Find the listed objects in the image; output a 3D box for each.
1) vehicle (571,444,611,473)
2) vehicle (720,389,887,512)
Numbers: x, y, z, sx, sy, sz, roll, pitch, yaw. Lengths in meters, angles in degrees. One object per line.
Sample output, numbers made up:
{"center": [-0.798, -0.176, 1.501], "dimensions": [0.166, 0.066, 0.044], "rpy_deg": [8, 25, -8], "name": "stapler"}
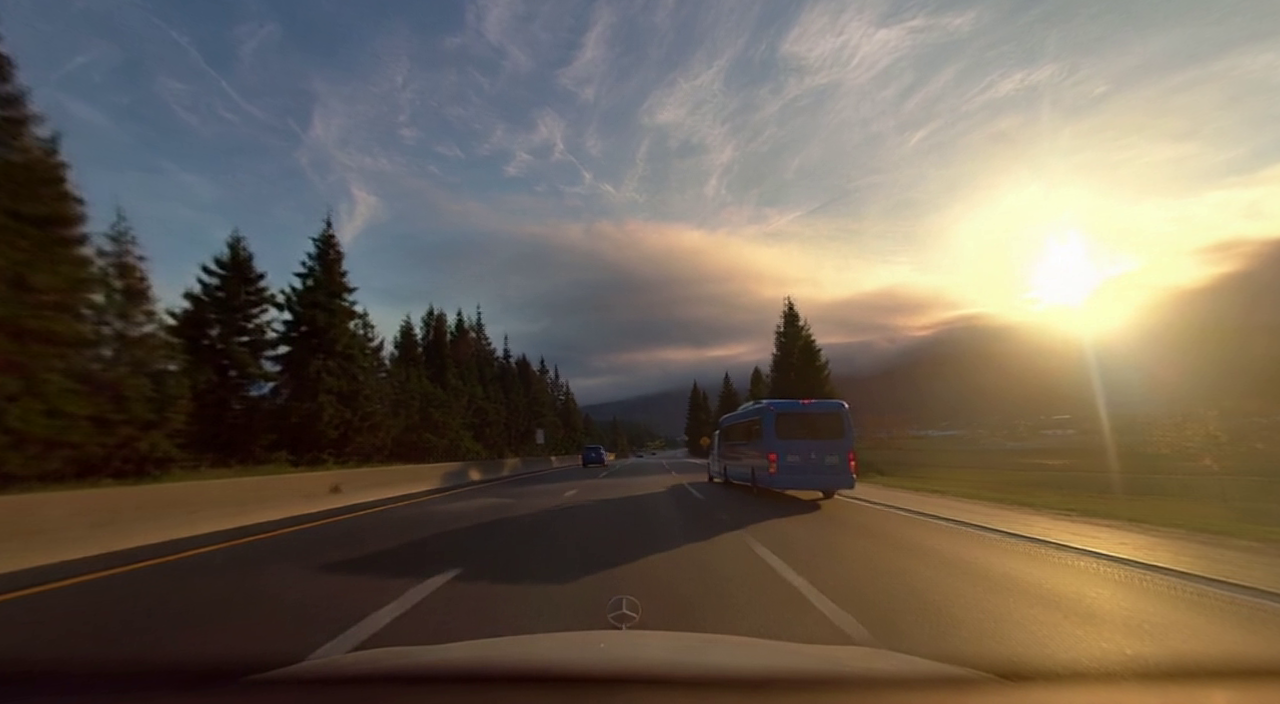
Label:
{"center": [-2.887, 6.401, 38.107], "dimensions": [2.020, 1.619, 4.690], "rpy_deg": [0, -9, 1], "name": "vehicle"}
{"center": [3.964, 2.633, 16.953], "dimensions": [2.614, 2.655, 6.429], "rpy_deg": [0, -9, -1], "name": "vehicle"}
